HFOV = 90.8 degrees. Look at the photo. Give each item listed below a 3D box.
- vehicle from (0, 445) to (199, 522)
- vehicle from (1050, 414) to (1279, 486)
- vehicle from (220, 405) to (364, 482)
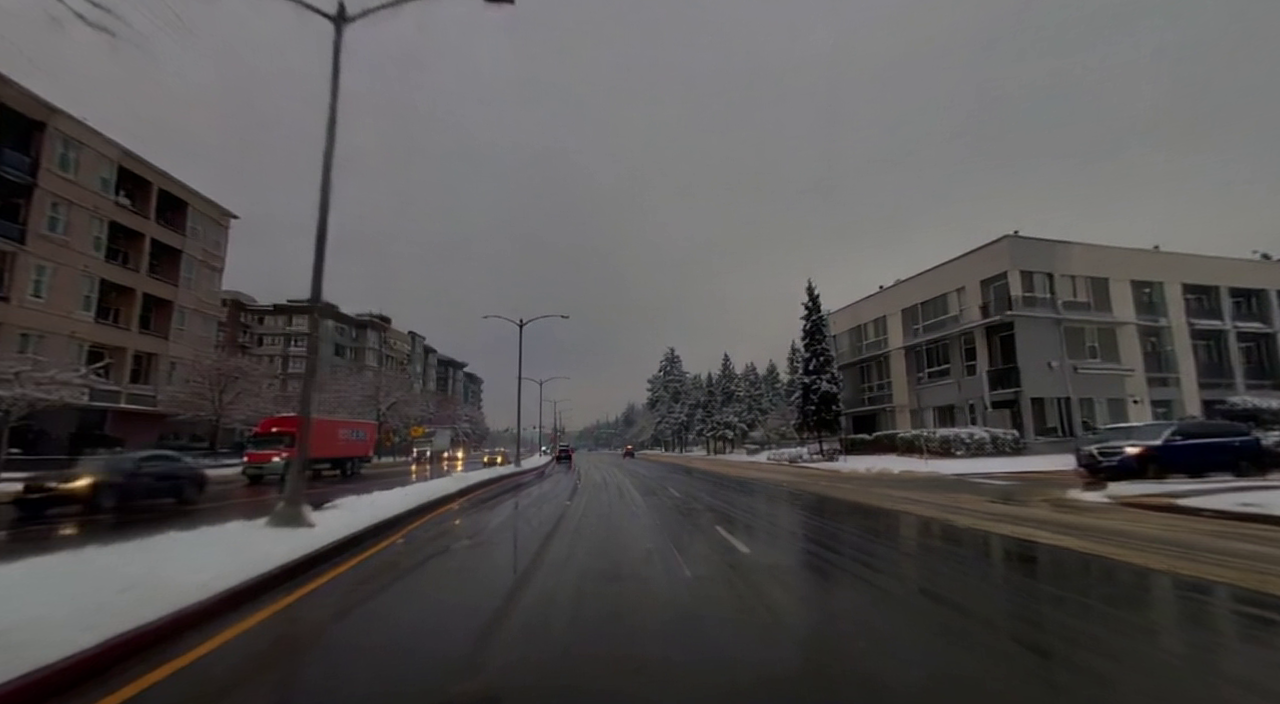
[{"bbox_3d":[-13.222,3.018,15.082,2.150,1.534,4.569,0,-9,-2],"label":"vehicle"},{"bbox_3d":[16.575,3.029,19.558,5.829,1.995,2.659,-3,-9,16],"label":"vehicle"},{"bbox_3d":[-19.813,5.542,37.501,3.331,3.651,14.423,2,-9,-12],"label":"vehicle"}]
